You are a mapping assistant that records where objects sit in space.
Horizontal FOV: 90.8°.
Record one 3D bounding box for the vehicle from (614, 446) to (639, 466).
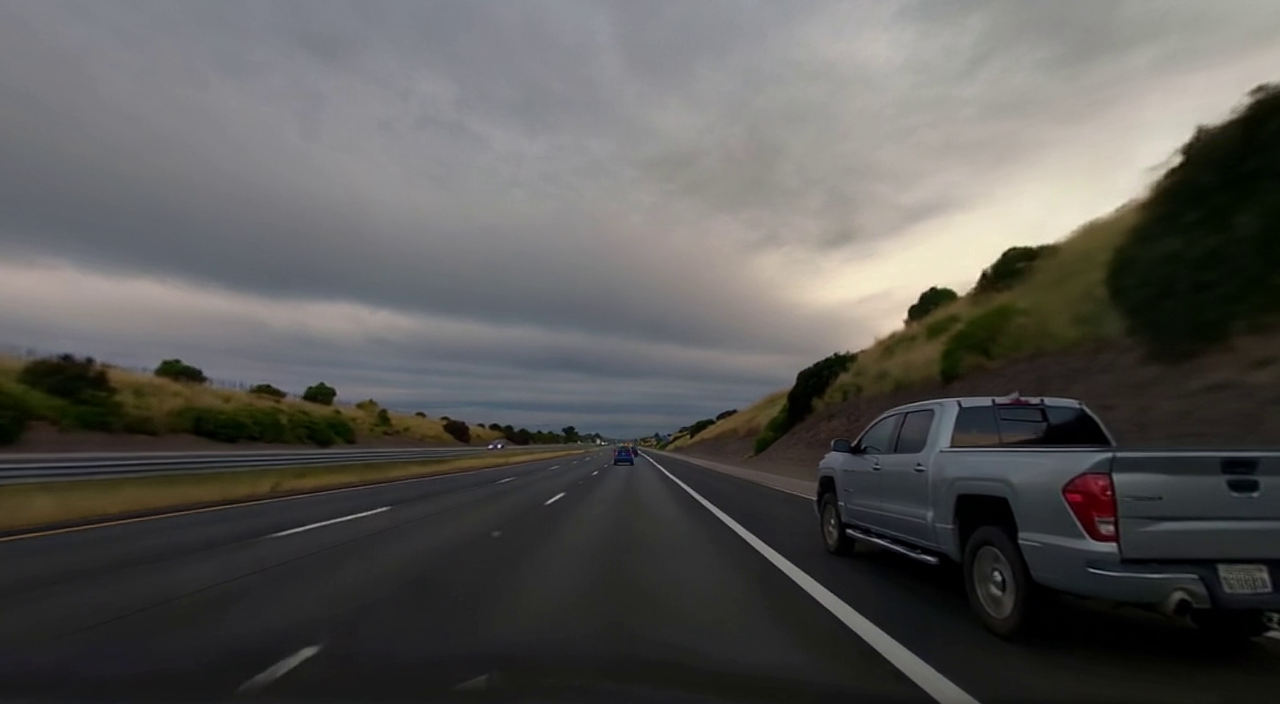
[{"bbox_3d":[-1.046,8.134,49.348,1.891,1.456,3.806,0,-9,0],"label":"vehicle"}]
